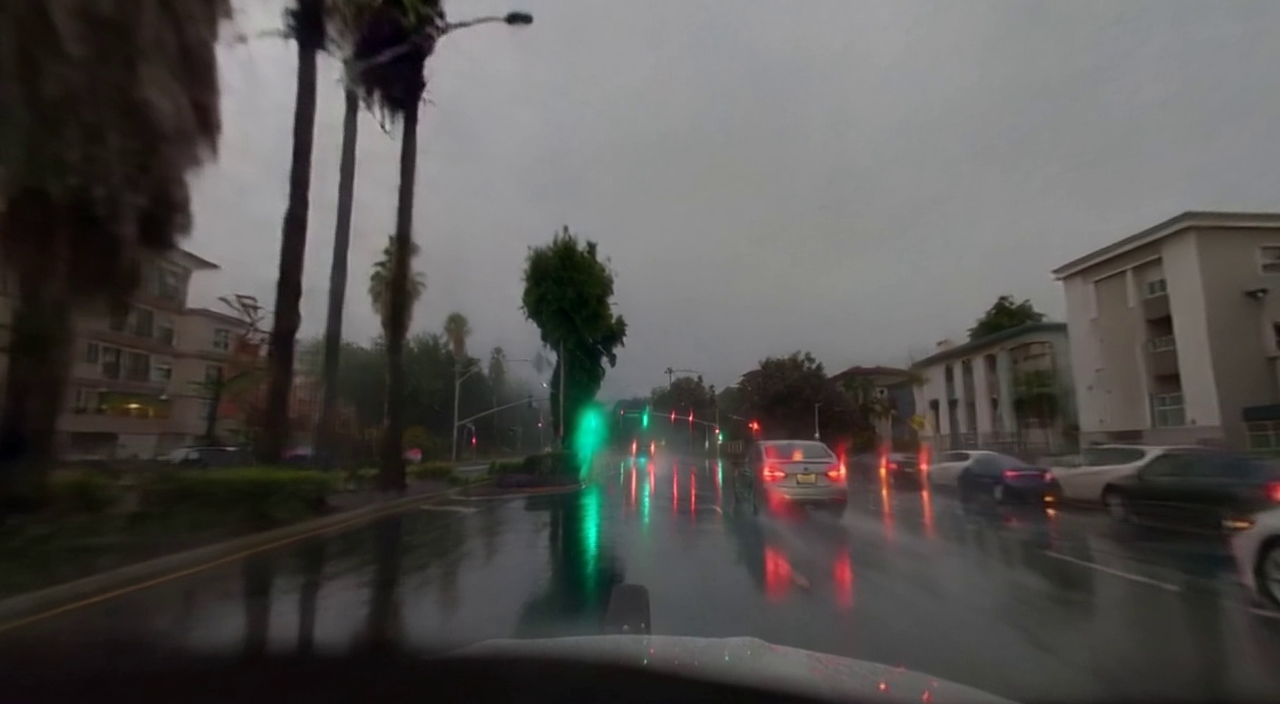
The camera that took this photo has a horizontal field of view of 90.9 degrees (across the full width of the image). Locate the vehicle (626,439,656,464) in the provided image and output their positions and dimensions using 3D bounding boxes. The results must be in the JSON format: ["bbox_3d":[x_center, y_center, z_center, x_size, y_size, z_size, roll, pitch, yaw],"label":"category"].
[{"bbox_3d":[0.140,7.232,46.045,2.087,1.709,4.076,0,-8,1],"label":"vehicle"}]

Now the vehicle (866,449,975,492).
[{"bbox_3d":[10.341,4.376,23.719,1.891,1.428,4.680,0,-8,-1],"label":"vehicle"}]

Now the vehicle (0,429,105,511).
[{"bbox_3d":[-15.523,2.693,14.458,2.180,1.830,4.924,0,-8,-1],"label":"vehicle"}]

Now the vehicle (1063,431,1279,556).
[{"bbox_3d":[10.083,2.339,11.133,1.982,1.766,4.555,0,-8,-1],"label":"vehicle"}]

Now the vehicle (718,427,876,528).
[{"bbox_3d":[2.868,2.389,12.594,2.009,1.639,4.267,0,-8,-1],"label":"vehicle"}]

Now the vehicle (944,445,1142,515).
[{"bbox_3d":[10.263,3.237,16.669,1.994,1.542,4.974,0,-8,0],"label":"vehicle"}]
